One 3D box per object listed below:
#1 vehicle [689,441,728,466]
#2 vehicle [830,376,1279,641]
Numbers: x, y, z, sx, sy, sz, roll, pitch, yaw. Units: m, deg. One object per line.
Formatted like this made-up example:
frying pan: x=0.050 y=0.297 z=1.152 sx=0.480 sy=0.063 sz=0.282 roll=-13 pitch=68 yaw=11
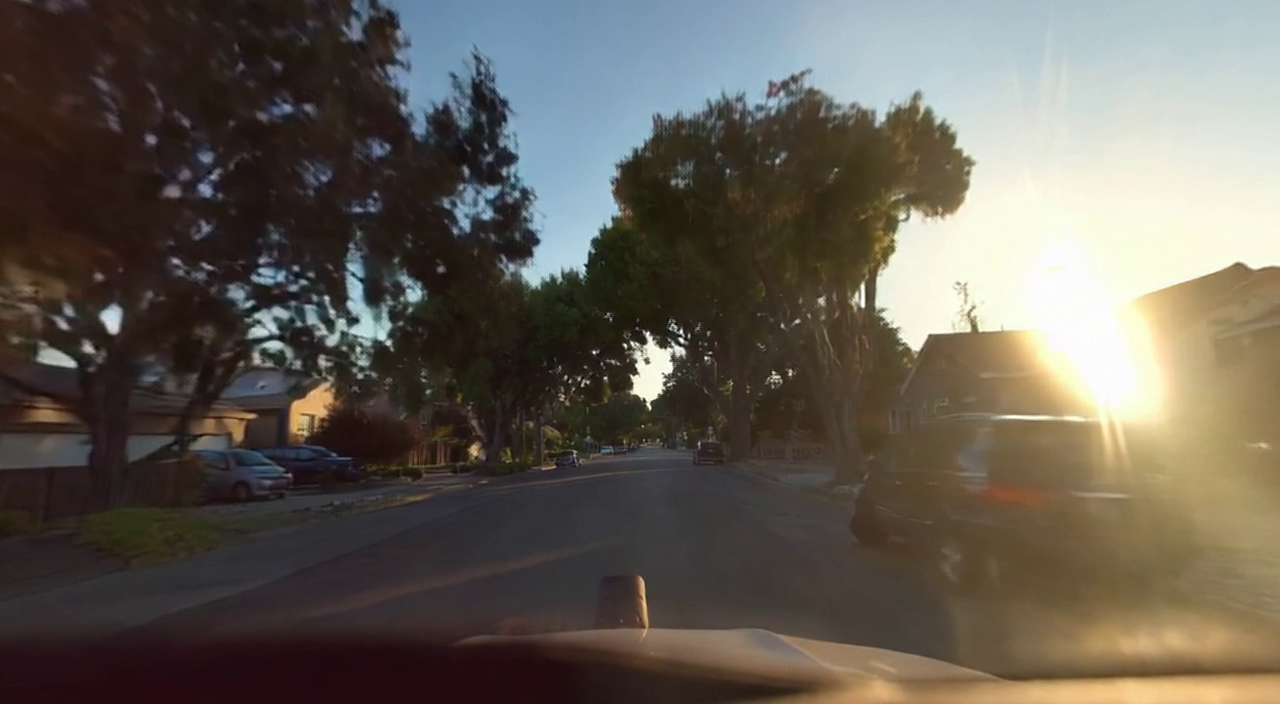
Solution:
vehicle: x=4.413 y=6.577 z=41.137 sx=2.013 sy=1.473 sz=4.329 roll=0 pitch=-8 yaw=0
vehicle: x=3.653 y=1.354 z=6.445 sx=2.055 sy=1.738 sz=4.448 roll=0 pitch=-8 yaw=1
